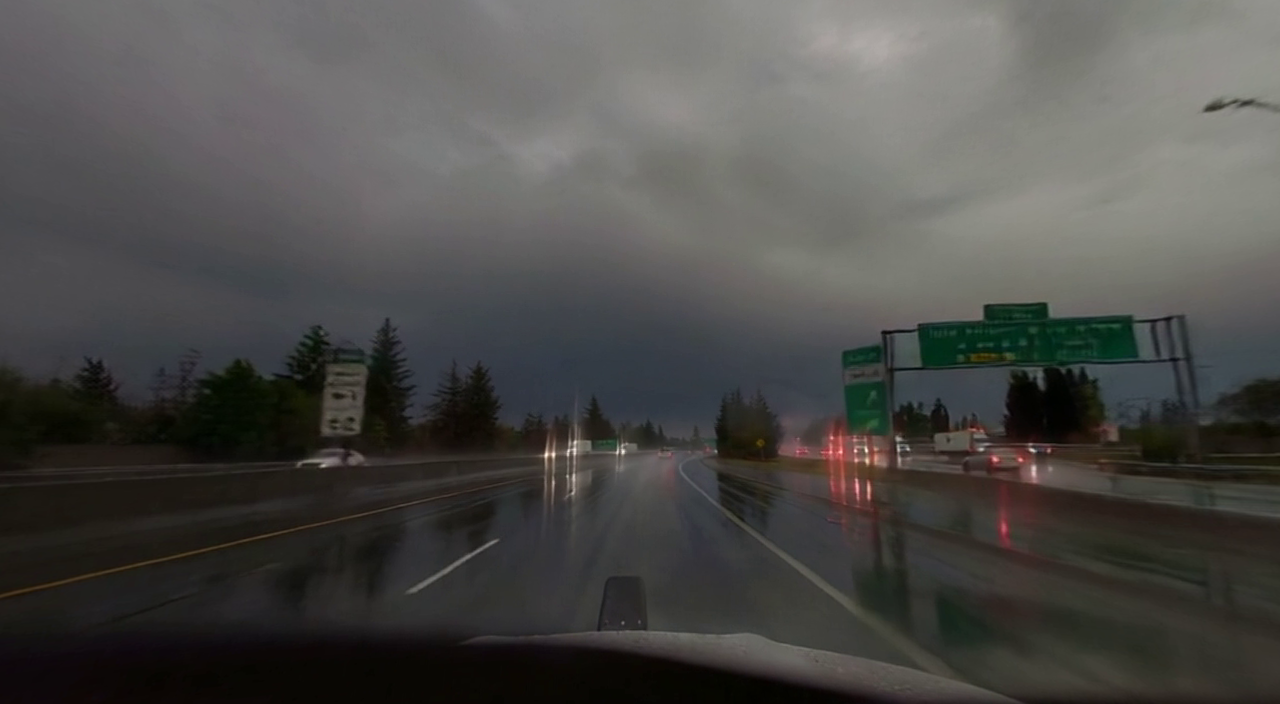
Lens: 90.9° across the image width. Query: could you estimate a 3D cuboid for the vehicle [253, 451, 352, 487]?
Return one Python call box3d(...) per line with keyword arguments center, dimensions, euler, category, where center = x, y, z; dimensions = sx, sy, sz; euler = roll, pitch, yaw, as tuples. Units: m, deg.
box3d(center=(-15.758, 5.456, 29.738), dimensions=(1.922, 1.483, 4.676), euler=(-1, -9, 2), category="vehicle")
